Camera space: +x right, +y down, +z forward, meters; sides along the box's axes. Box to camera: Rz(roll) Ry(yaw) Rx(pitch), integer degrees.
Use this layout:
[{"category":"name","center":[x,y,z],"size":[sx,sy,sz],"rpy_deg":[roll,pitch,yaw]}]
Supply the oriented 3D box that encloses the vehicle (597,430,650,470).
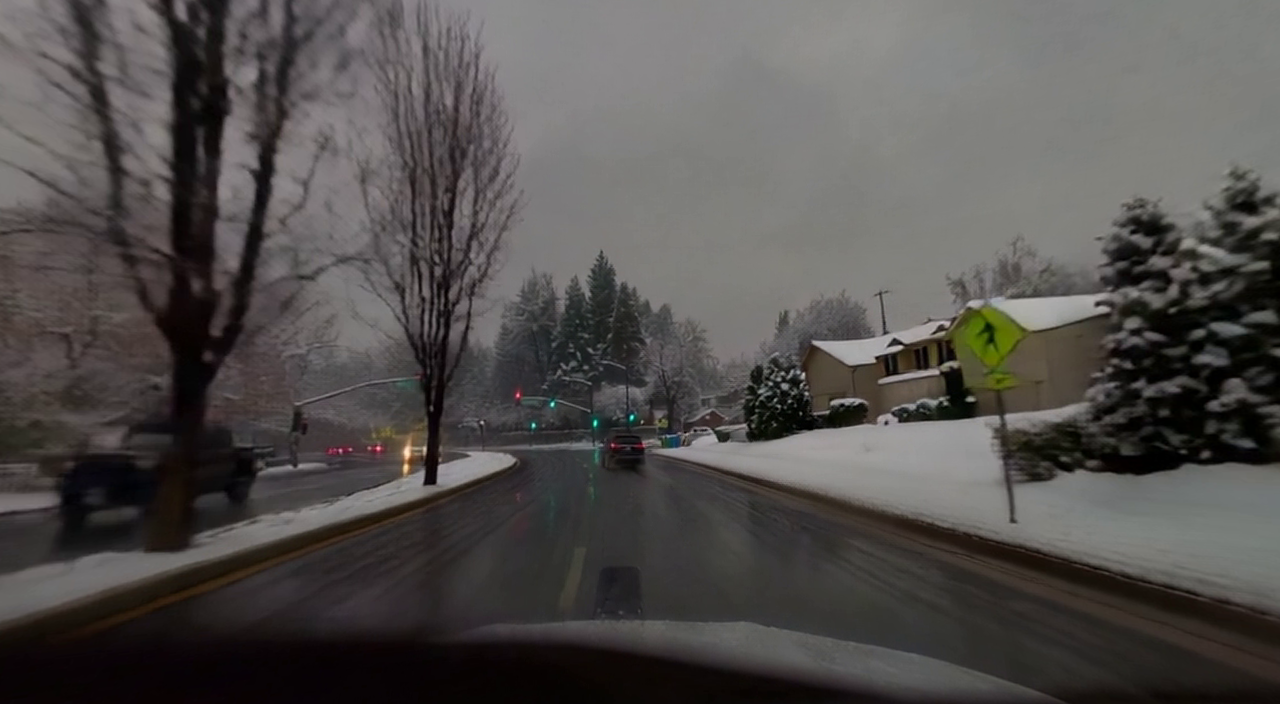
[{"category":"vehicle","center":[-0.826,4.537,29.273],"size":[1.990,1.707,4.225],"rpy_deg":[1,-9,-8]}]

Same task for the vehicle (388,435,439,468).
[{"category":"vehicle","center":[-14.979,6.606,42.138],"size":[2.259,1.973,5.712],"rpy_deg":[1,-9,-11]}]

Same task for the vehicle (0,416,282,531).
[{"category":"vehicle","center":[-10.699,2.599,14.233],"size":[2.334,2.022,5.653],"rpy_deg":[0,-8,-5]}]
